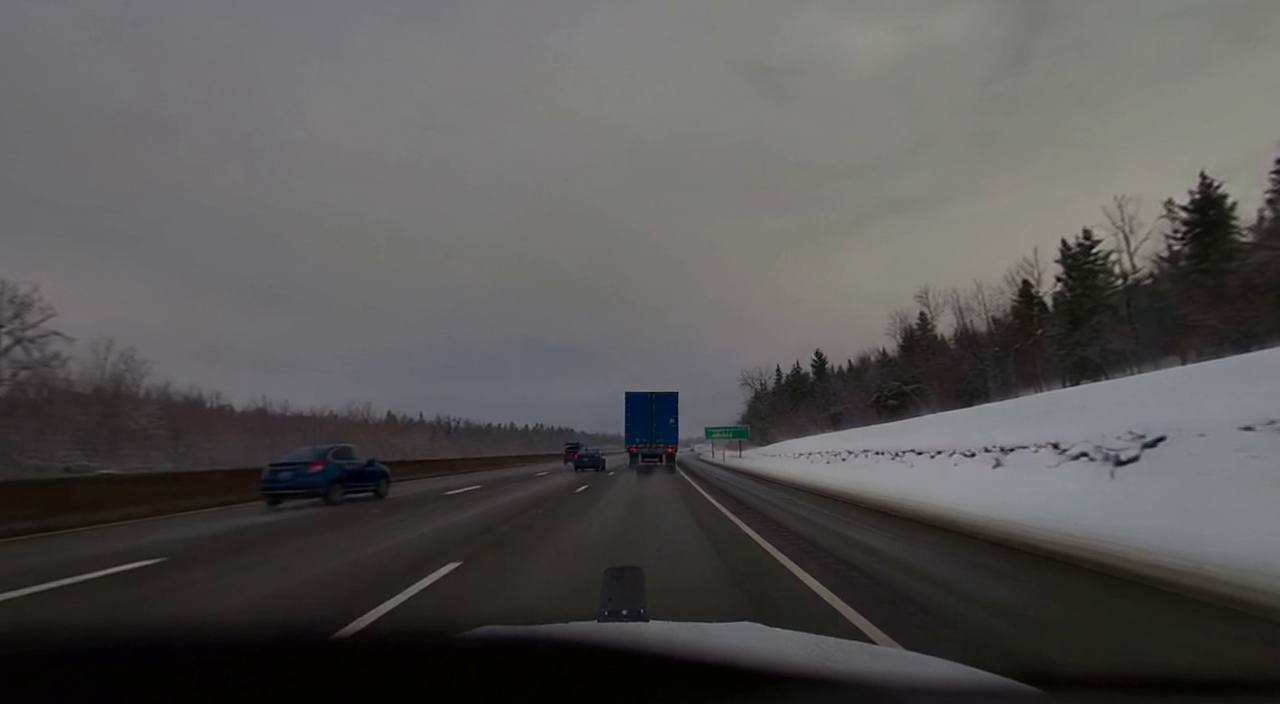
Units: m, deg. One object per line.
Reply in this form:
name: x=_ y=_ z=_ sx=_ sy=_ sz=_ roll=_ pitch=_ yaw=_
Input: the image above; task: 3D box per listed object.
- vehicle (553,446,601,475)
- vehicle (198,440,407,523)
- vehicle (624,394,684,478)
vehicle: x=-3.342 y=5.875 z=34.286 sx=2.092 sy=1.465 sz=4.448 roll=0 pitch=-9 yaw=1
vehicle: x=-6.983 y=2.704 z=13.757 sx=1.954 sy=1.487 sz=4.599 roll=0 pitch=-9 yaw=1
vehicle: x=0.707 y=5.189 z=38.594 sx=2.851 sy=4.098 sz=14.436 roll=-2 pitch=-8 yaw=0
